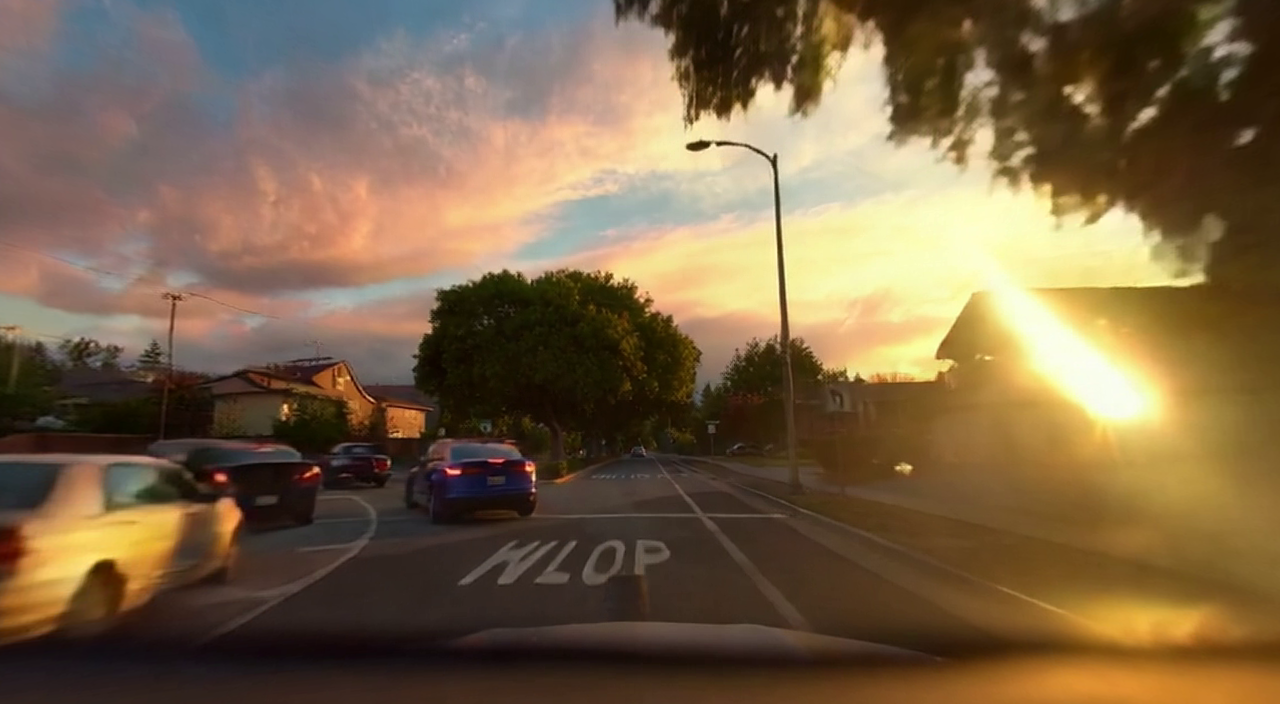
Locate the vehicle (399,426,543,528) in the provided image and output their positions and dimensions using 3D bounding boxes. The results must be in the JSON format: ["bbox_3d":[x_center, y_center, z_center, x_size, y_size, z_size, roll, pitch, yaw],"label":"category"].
[{"bbox_3d":[-3.565,2.394,12.643,2.290,1.653,4.127,3,-9,-21],"label":"vehicle"}]

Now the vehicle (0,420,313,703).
[{"bbox_3d":[-4.821,1.429,5.173,2.151,1.578,5.036,1,-8,-8],"label":"vehicle"}]

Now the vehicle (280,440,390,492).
[{"bbox_3d":[-11.511,4.218,23.617,4.240,1.755,2.108,-7,-11,41],"label":"vehicle"}]
